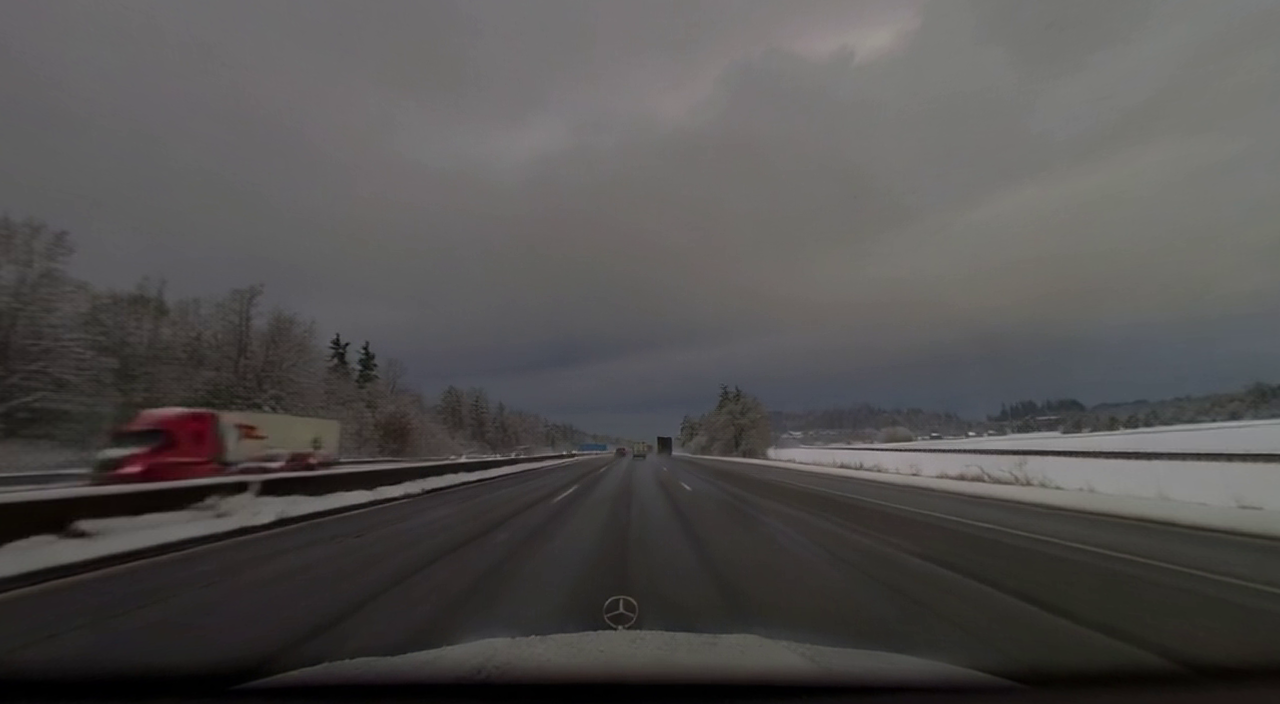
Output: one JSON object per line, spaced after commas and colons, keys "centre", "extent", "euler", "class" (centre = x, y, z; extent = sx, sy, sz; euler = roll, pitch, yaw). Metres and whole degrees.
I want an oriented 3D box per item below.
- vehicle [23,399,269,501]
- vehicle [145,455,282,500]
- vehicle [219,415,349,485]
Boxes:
{"centre": [-20.151, 4.150, 26.811], "extent": [2.956, 3.545, 9.120], "euler": [-1, -9, 0], "class": "vehicle"}
{"centre": [-16.125, 4.727, 24.146], "extent": [1.918, 1.483, 4.812], "euler": [0, -9, 0], "class": "vehicle"}
{"centre": [-20.138, 5.627, 36.290], "extent": [2.808, 3.543, 7.919], "euler": [0, -9, 0], "class": "vehicle"}
